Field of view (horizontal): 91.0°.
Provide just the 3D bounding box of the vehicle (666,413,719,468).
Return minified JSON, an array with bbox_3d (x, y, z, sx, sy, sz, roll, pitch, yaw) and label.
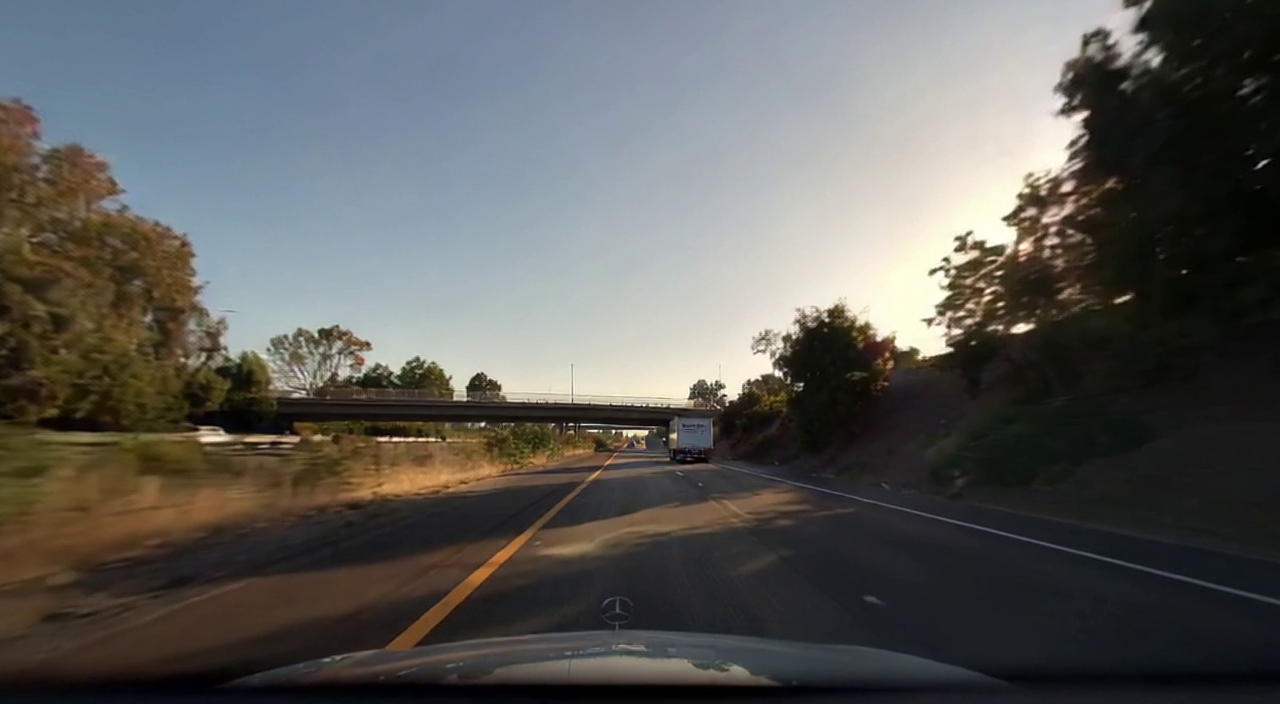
[{"bbox_3d":[3.247,5.765,40.972,2.702,3.193,7.196,0,-8,-1],"label":"vehicle"}]
